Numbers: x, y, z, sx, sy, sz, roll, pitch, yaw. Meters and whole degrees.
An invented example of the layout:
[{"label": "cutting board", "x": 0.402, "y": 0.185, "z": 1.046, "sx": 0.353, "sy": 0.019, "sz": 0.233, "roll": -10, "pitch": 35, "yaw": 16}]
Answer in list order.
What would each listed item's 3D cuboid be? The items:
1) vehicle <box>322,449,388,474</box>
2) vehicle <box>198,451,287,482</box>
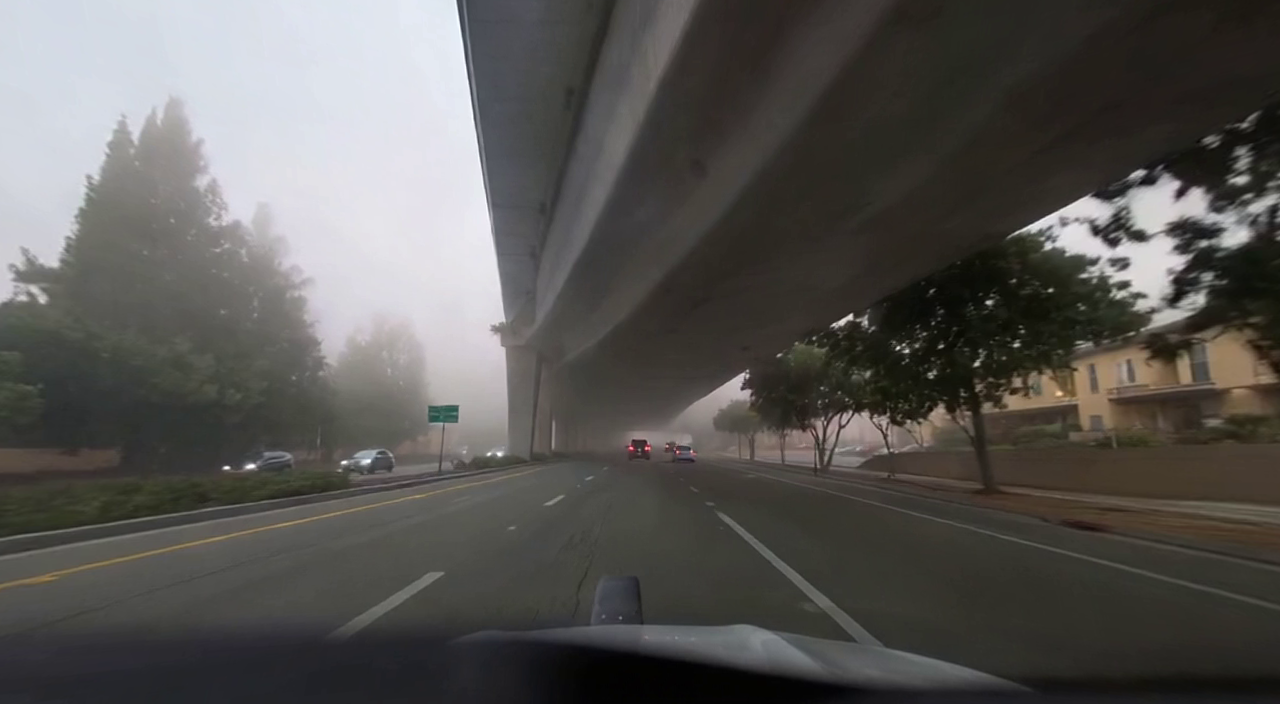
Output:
[{"label": "vehicle", "x": -18.480, "y": 7.092, "z": 41.219, "sx": 1.911, "sy": 1.536, "sz": 5.073, "roll": 0, "pitch": -8, "yaw": 0}, {"label": "vehicle", "x": -21.919, "y": 6.291, "z": 35.106, "sx": 1.873, "sy": 1.524, "sz": 4.749, "roll": 0, "pitch": -8, "yaw": 0}]
